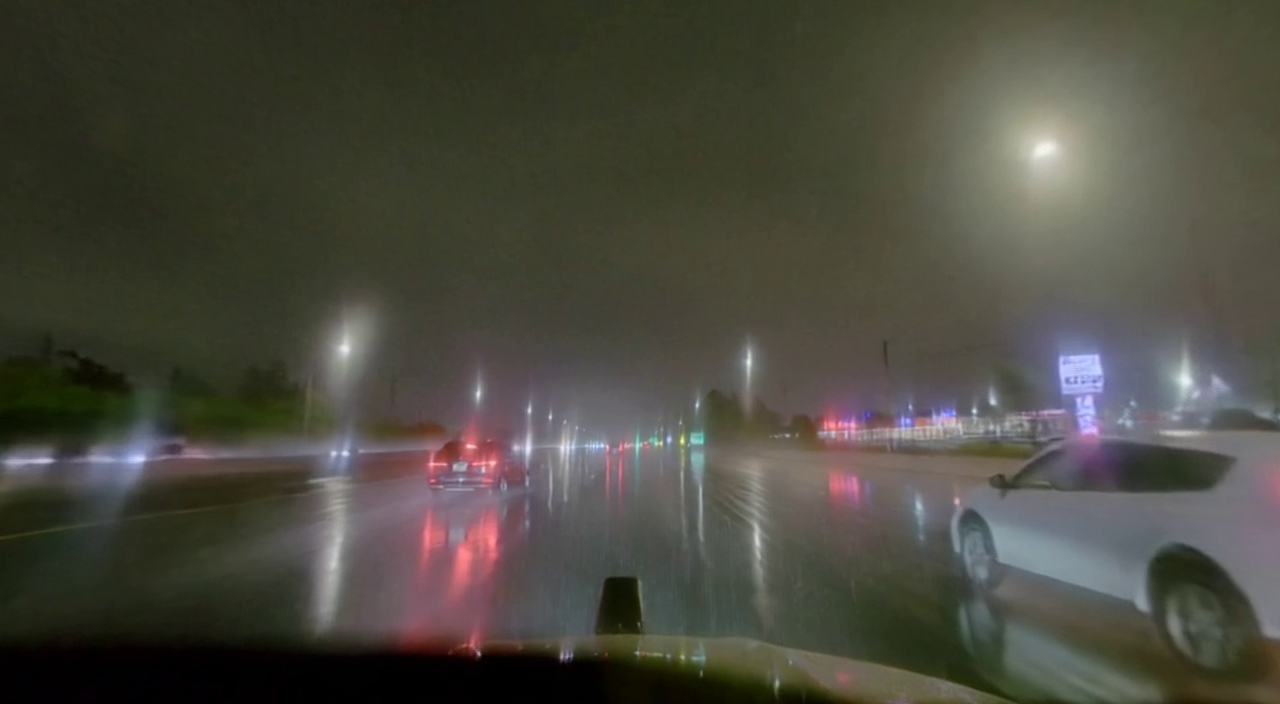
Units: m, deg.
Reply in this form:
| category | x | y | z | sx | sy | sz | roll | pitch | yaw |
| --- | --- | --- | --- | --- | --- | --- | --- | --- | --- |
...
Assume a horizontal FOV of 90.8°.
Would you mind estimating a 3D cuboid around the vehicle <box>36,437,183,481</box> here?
| category | x | y | z | sx | sy | sz | roll | pitch | yaw |
| --- | --- | --- | --- | --- | --- | --- | --- | --- | --- |
| vehicle | -18.942 | 3.825 | 22.790 | 1.920 | 1.437 | 3.849 | 0 | -8 | 0 |

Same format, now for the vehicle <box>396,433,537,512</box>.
| category | x | y | z | sx | sy | sz | roll | pitch | yaw |
| --- | --- | --- | --- | --- | --- | --- | --- | --- | --- |
| vehicle | -3.707 | 2.653 | 14.372 | 1.939 | 1.508 | 4.272 | 0 | -8 | 1 |

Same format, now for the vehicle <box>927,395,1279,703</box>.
| category | x | y | z | sx | sy | sz | roll | pitch | yaw |
| --- | --- | --- | --- | --- | --- | --- | --- | --- | --- |
| vehicle | 3.928 | 1.080 | 3.681 | 2.164 | 1.507 | 4.914 | 0 | -8 | -1 |
